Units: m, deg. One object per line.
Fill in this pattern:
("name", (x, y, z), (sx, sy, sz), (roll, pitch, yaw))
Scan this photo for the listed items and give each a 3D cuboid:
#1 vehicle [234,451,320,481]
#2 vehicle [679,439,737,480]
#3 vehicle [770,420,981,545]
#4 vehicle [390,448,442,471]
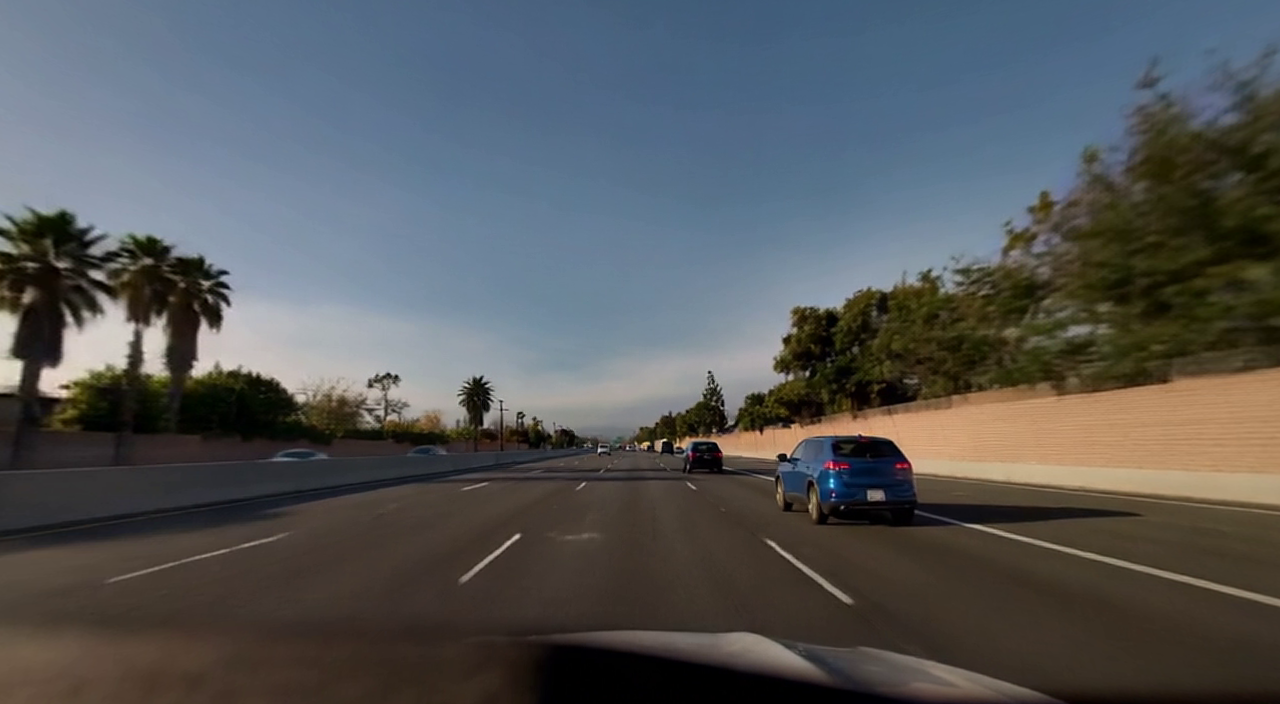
("vehicle", (-19.529, 6.127, 34.308), (1.852, 1.496, 4.638), (0, -9, 0))
("vehicle", (2.962, 4.823, 28.665), (2.045, 1.688, 4.313), (0, -9, -2))
("vehicle", (3.663, 2.109, 10.828), (1.910, 1.696, 4.187), (0, -9, -1))
("vehicle", (-15.660, 7.532, 44.522), (1.979, 1.519, 4.674), (0, -9, 0))
